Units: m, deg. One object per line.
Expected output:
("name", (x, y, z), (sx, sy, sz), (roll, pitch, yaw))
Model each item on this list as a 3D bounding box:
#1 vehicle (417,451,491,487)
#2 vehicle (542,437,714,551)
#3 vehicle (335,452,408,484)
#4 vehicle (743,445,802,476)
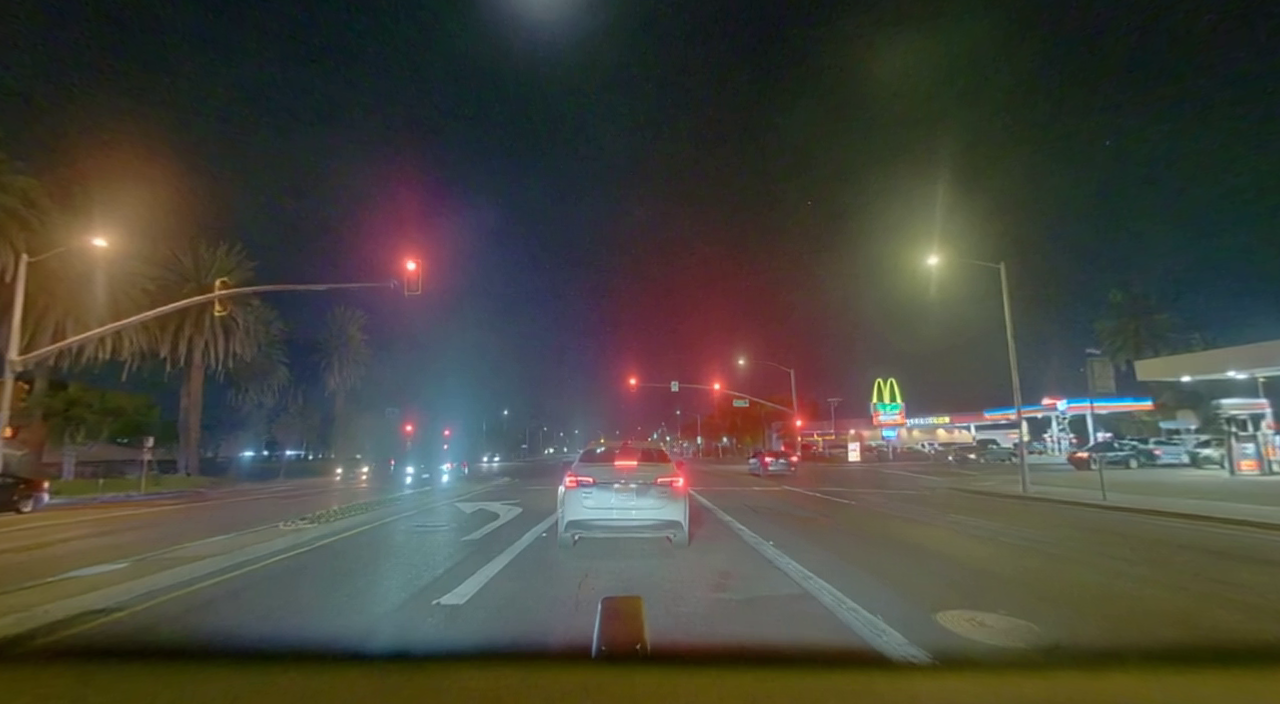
("vehicle", (-8.283, 5.218, 28.574), (1.904, 1.450, 4.689), (0, -8, 0))
("vehicle", (-0.234, 2.223, 10.691), (2.270, 1.475, 4.571), (0, -8, -2))
("vehicle", (-15.258, 6.595, 36.221), (2.120, 1.629, 4.686), (0, -8, 0))
("vehicle", (6.802, 5.608, 32.941), (2.017, 1.491, 4.420), (0, -8, -1))
